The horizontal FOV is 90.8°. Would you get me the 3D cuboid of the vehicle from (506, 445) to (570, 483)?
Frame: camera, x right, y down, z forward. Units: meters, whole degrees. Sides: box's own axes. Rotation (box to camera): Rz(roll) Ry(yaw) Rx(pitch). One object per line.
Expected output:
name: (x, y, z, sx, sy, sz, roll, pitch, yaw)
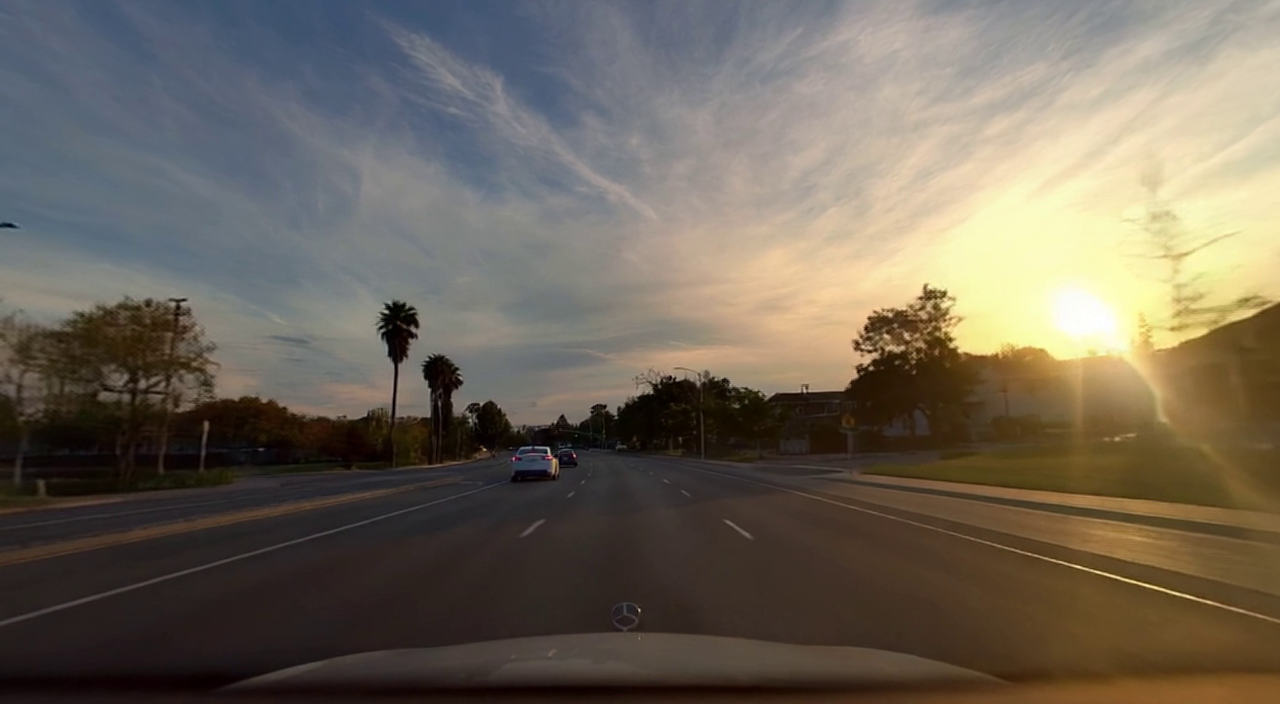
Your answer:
vehicle: (-4.211, 4.684, 26.834, 2.108, 1.475, 4.555, 0, -8, -2)
